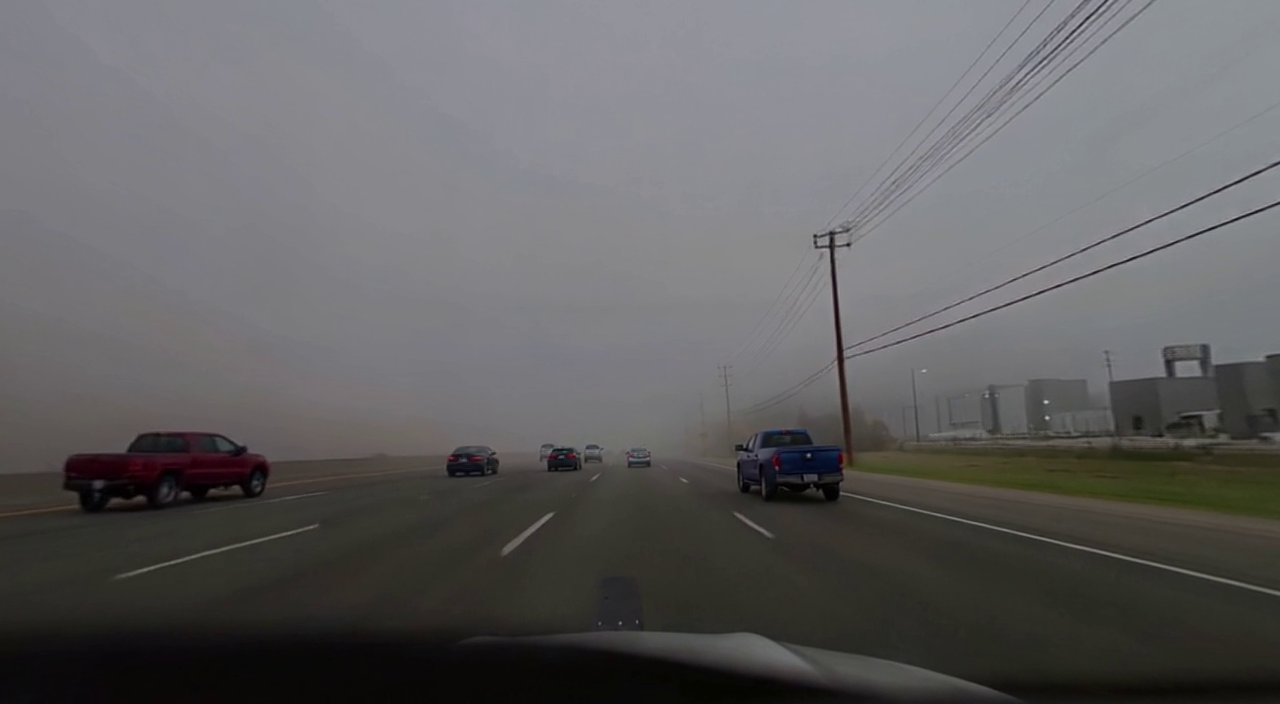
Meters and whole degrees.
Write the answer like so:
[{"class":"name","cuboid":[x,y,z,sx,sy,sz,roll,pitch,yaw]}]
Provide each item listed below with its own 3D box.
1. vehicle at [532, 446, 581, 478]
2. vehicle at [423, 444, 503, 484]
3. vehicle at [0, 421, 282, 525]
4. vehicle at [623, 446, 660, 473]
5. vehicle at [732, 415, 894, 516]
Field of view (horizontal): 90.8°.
[{"class":"vehicle","cuboid":[-4.089,5.440,31.592,1.938,1.444,4.206,0,-8,-1]},{"class":"vehicle","cuboid":[-7.195,4.586,26.207,1.959,1.496,4.740,0,-8,0]},{"class":"vehicle","cuboid":[-11.145,2.661,14.562,2.317,1.881,5.903,0,-9,0]},{"class":"vehicle","cuboid":[0.069,6.215,36.910,2.030,1.471,4.115,0,-8,0]},{"class":"vehicle","cuboid":[3.720,2.578,14.807,2.231,1.919,5.086,0,-9,-1]}]
